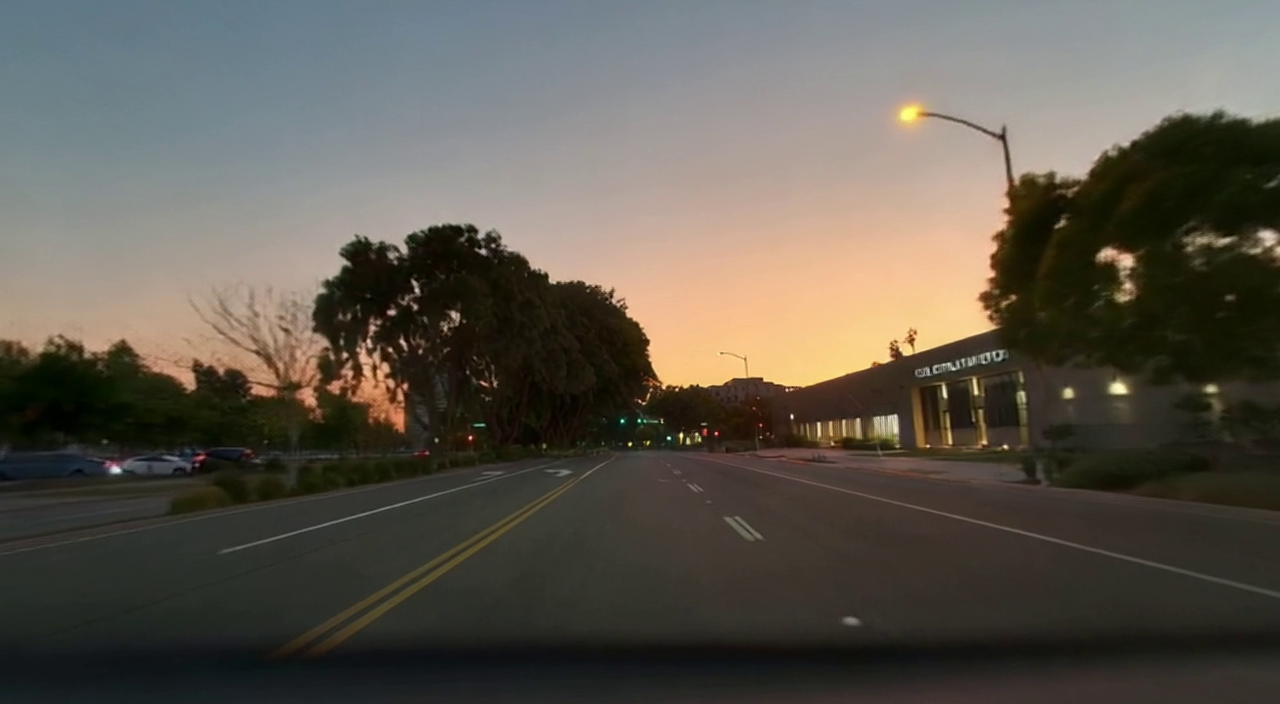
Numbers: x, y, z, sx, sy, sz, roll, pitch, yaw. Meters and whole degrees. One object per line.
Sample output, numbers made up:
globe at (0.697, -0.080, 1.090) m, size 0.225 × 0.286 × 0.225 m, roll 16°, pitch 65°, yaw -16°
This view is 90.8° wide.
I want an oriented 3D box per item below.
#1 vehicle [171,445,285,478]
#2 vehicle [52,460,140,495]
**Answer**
vehicle at (-29.608, 7.886, 45.593) m, size 6.271 × 2.087 × 2.748 m, roll -2°, pitch -10°, yaw 1°
vehicle at (-26.748, 6.109, 31.022) m, size 4.612 × 1.474 × 1.982 m, roll -6°, pitch -10°, yaw 34°
